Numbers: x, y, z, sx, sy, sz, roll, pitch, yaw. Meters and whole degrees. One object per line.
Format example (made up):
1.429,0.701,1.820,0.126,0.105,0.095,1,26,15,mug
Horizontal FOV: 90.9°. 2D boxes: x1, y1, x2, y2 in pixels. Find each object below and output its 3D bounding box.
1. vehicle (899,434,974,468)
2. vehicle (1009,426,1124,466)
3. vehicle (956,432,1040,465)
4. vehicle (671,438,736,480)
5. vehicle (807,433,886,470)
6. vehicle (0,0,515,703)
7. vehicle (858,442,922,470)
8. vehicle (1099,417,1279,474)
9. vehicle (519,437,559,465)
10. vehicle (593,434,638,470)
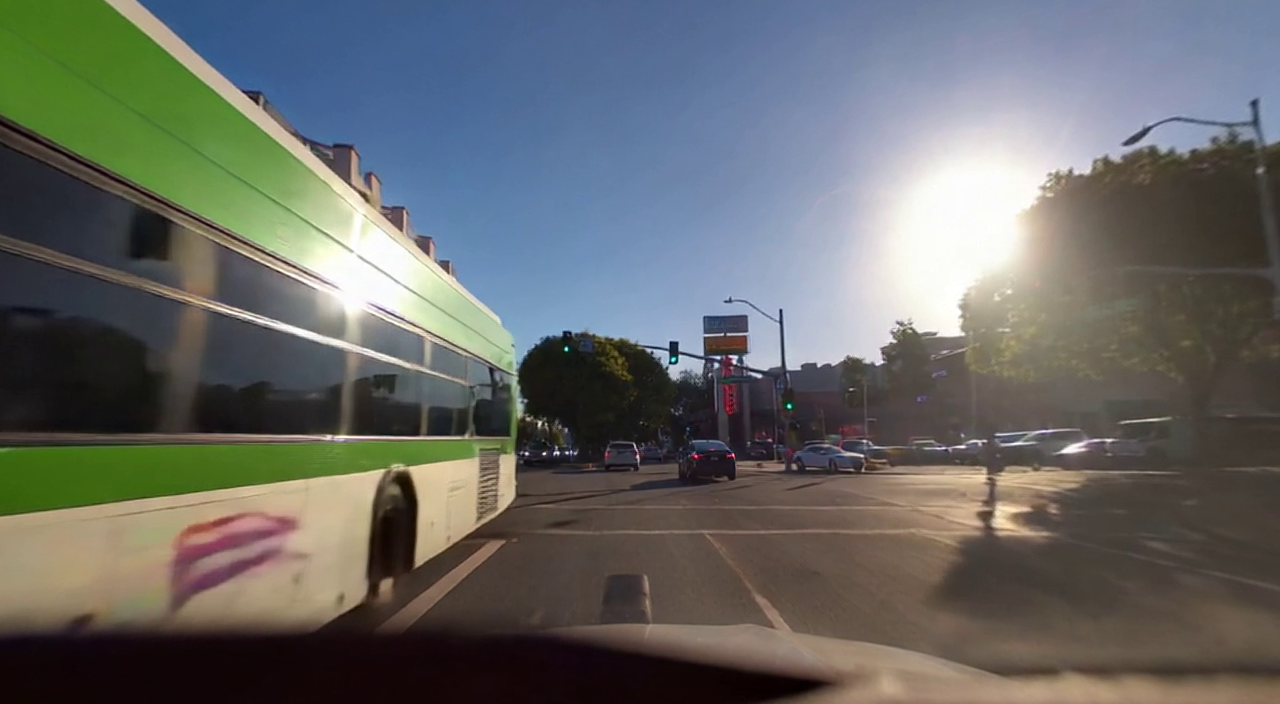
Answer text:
16.823,5.623,36.049,2.020,1.796,4.600,0,-8,-1,vehicle
23.809,5.257,35.522,2.384,1.959,5.372,-2,-7,-5,vehicle
20.196,5.480,35.812,2.143,1.731,4.290,0,-8,-1,vehicle
2.487,4.325,25.763,2.046,1.540,3.883,1,-8,-3,vehicle
11.541,5.582,35.647,2.304,1.907,4.844,0,-8,-7,vehicle
-3.632,0.157,2.804,3.018,3.217,13.998,0,-8,1,vehicle
13.999,5.813,35.555,1.860,1.443,3.772,0,-8,-4,vehicle
21.159,3.523,23.796,5.766,2.002,2.298,0,-8,0,vehicle
-6.935,6.766,43.559,2.242,1.740,4.659,-1,-7,-3,vehicle
-1.316,5.424,34.380,2.301,1.837,4.411,0,-8,-2,vehicle
